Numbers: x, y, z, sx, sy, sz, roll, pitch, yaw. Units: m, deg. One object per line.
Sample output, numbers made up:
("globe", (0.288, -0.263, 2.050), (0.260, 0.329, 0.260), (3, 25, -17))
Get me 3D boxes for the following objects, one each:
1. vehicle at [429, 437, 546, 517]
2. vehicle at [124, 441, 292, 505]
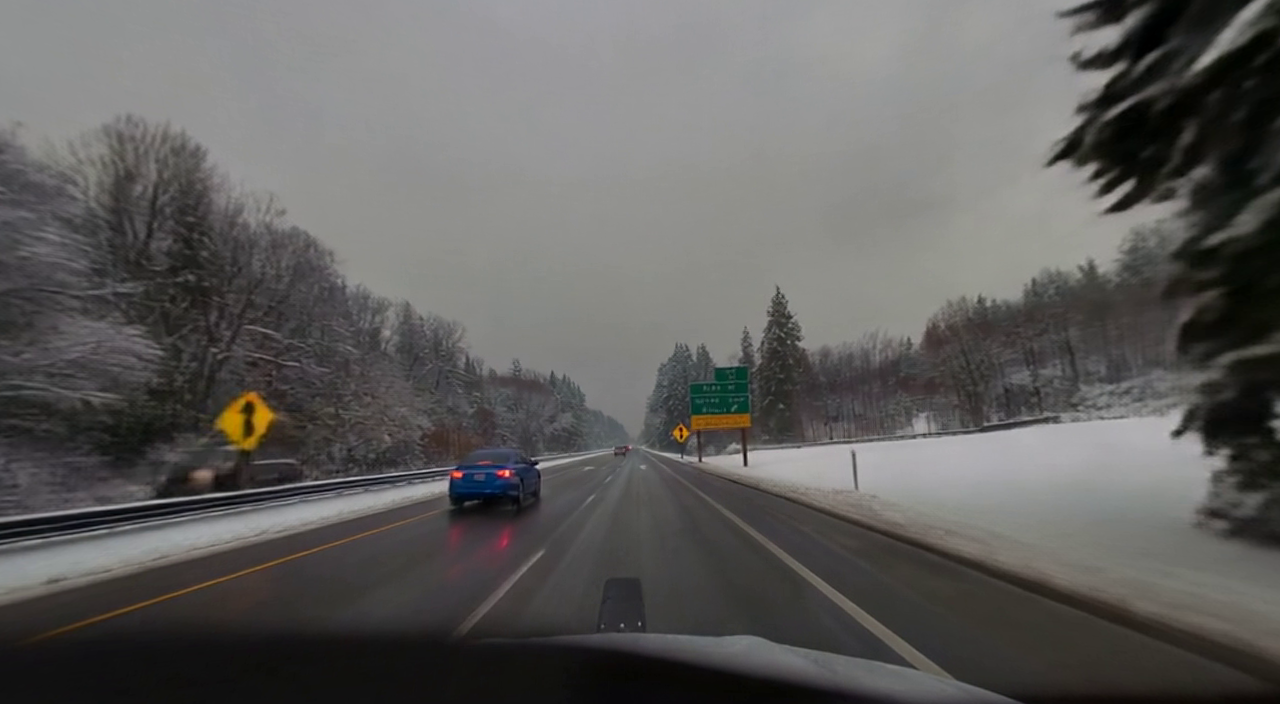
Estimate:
("vehicle", (-3.261, 2.722, 14.177), (1.675, 1.537, 3.574), (0, -9, 1))
("vehicle", (-14.817, 4.155, 22.091), (2.174, 1.954, 5.022), (-1, -9, 2))
